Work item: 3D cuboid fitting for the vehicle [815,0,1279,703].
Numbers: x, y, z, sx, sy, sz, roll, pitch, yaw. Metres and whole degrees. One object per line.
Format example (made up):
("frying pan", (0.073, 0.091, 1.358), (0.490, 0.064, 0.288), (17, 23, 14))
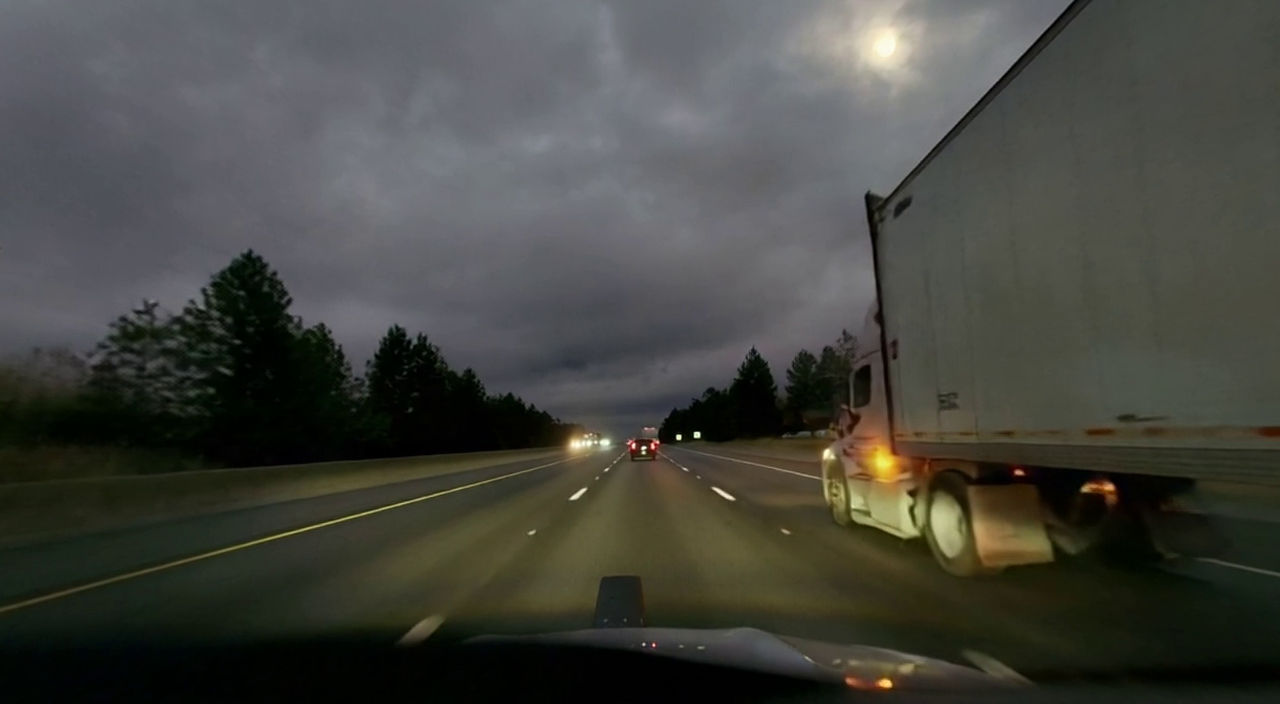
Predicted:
("vehicle", (4.039, -0.508, 1.635), (3.005, 4.131, 14.221), (0, -8, 0))

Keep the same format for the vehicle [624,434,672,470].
("vehicle", (0.346, 4.760, 30.145), (2.139, 1.607, 4.034), (0, -8, 0))
